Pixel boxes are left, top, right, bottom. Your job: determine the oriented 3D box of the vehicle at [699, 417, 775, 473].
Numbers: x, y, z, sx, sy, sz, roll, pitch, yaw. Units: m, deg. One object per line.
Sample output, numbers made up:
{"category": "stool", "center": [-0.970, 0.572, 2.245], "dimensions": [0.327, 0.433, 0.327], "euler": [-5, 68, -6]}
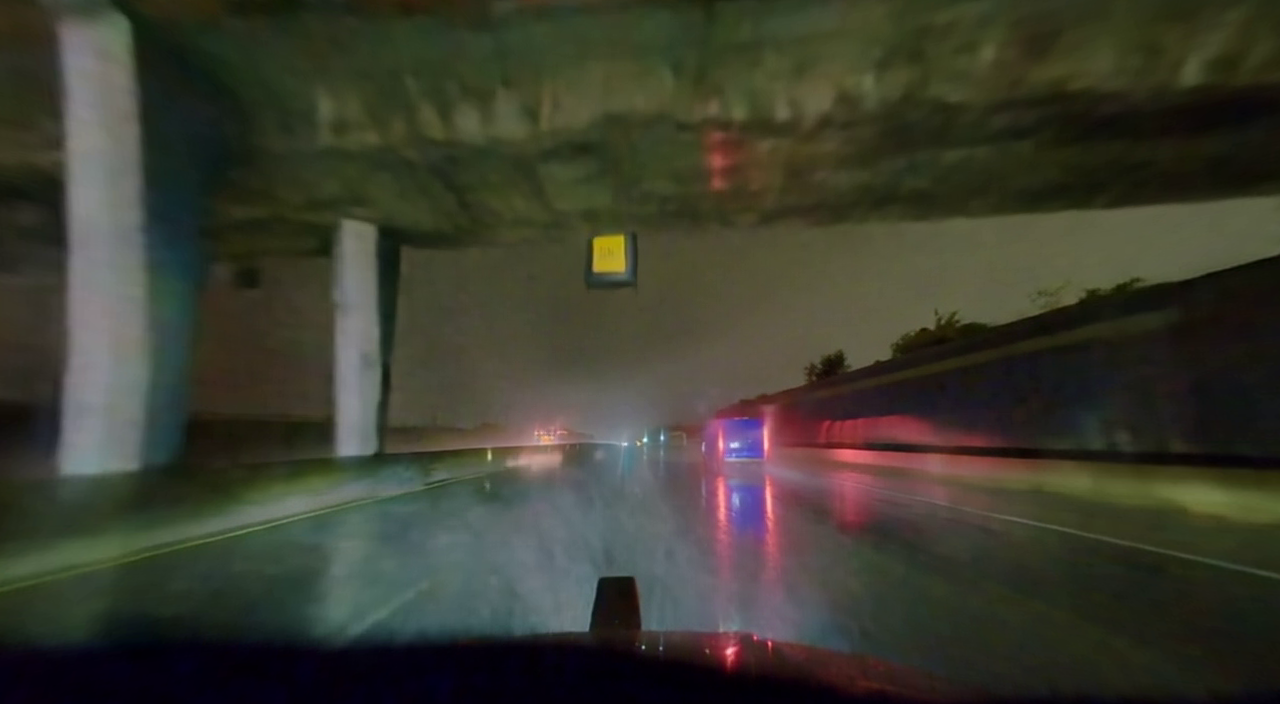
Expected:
{"category": "vehicle", "center": [3.764, 3.735, 25.365], "dimensions": [2.161, 2.002, 4.631], "euler": [0, -8, -2]}
